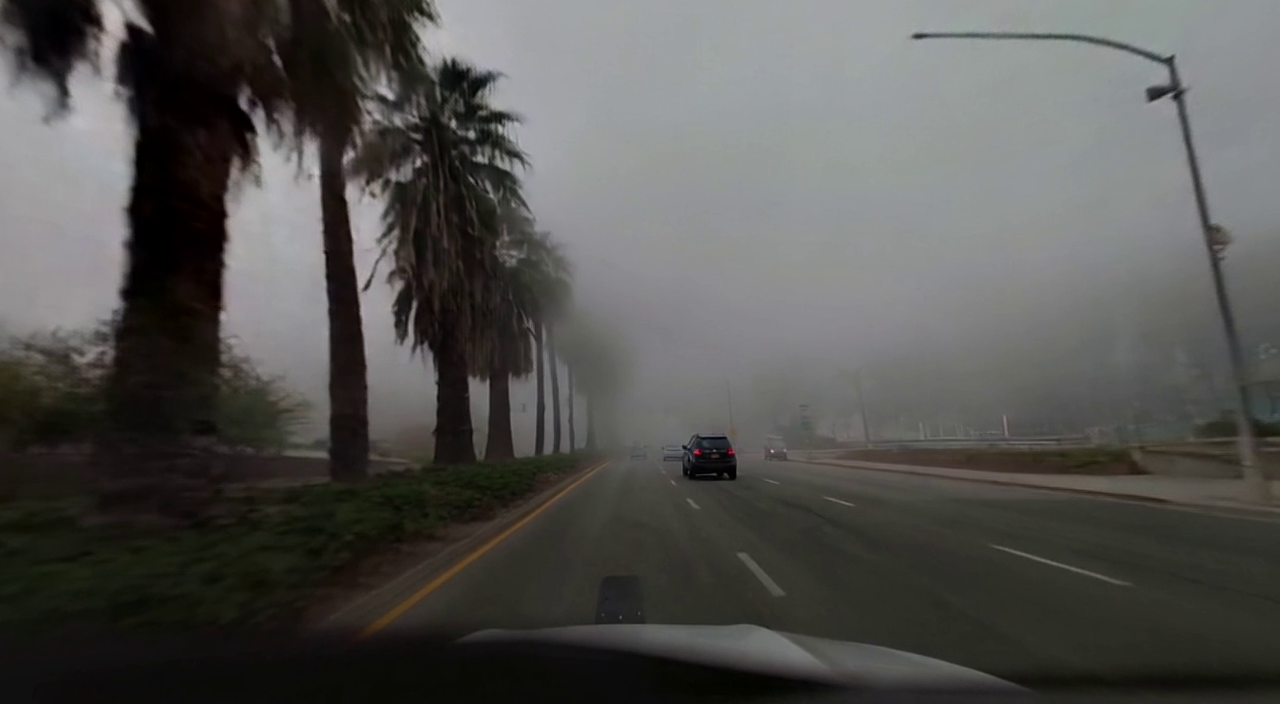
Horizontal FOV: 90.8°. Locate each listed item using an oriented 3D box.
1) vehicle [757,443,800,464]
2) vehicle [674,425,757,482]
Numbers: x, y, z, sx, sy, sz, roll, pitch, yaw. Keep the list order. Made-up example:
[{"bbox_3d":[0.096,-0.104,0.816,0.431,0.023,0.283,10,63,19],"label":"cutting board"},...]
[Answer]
[{"bbox_3d":[10.101,7.448,46.509,1.989,1.472,5.054,0,-9,-1],"label":"vehicle"},{"bbox_3d":[2.835,4.031,25.291,2.559,2.017,5.562,0,-9,-1],"label":"vehicle"}]
